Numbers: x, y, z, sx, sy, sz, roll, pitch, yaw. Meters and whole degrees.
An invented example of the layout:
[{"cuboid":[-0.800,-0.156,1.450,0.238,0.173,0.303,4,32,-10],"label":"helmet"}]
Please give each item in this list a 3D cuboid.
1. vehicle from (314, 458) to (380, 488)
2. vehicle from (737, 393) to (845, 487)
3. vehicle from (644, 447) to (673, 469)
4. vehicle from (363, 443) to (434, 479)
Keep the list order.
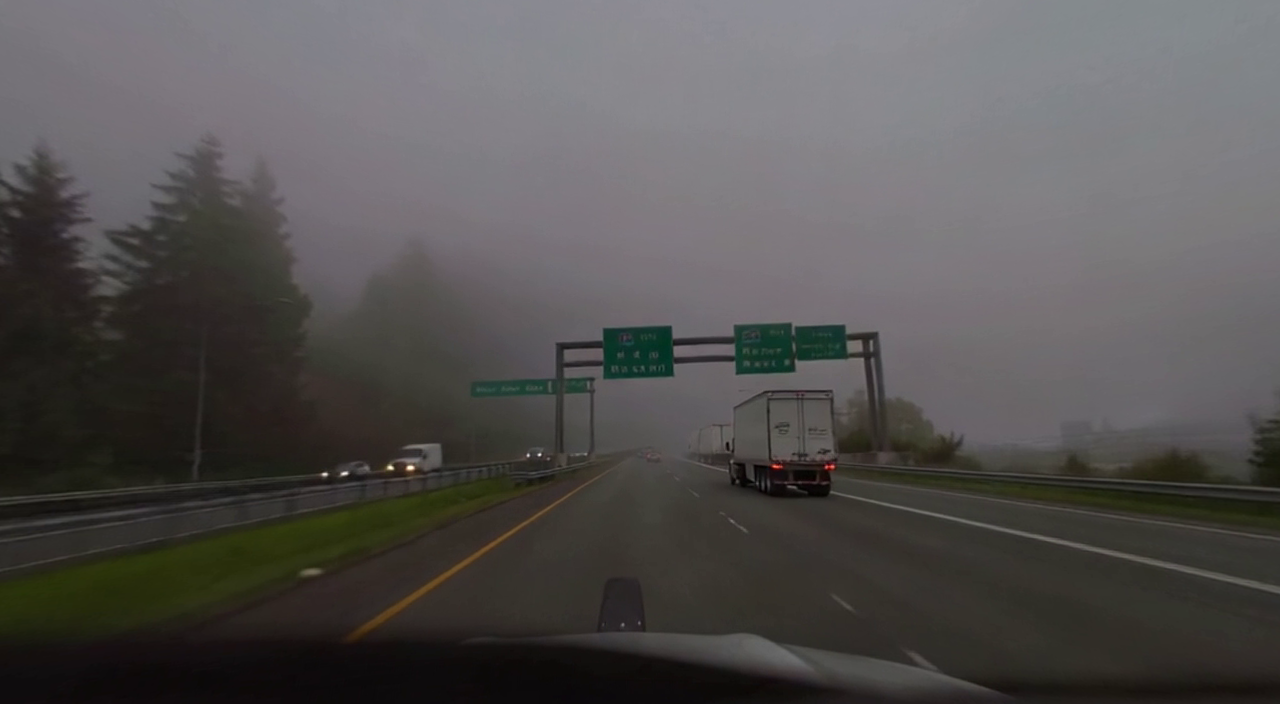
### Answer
[{"cuboid":[-17.077,7.046,36.941,1.865,1.513,3.969,0,-8,0],"label":"vehicle"},{"cuboid":[6.022,3.732,26.494,2.743,3.367,7.306,0,-9,1],"label":"vehicle"},{"cuboid":[1.308,7.707,46.088,2.049,1.500,3.790,0,-9,1],"label":"vehicle"},{"cuboid":[-13.439,6.087,35.414,2.077,1.870,4.723,0,-9,1],"label":"vehicle"}]
